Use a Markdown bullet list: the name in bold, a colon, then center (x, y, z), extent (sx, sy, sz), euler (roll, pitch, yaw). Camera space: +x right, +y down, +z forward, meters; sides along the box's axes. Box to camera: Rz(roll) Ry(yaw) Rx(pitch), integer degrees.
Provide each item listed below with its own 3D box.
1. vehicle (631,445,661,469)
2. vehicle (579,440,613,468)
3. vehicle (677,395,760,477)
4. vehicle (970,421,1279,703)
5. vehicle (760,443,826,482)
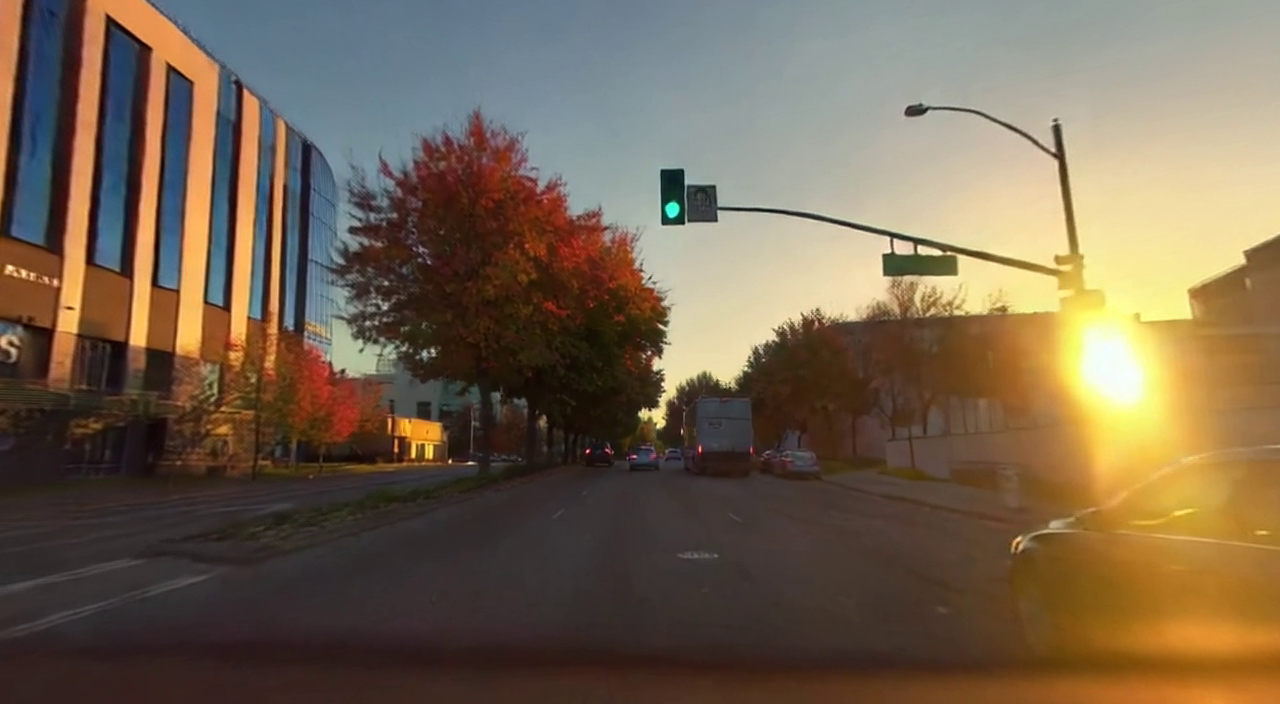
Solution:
- **vehicle**: center (0.395, 6.856, 41.358), extent (1.846, 1.528, 4.348), euler (0, -8, 0)
- **vehicle**: center (-3.105, 7.278, 45.232), extent (2.035, 1.867, 4.607), euler (0, -8, 1)
- **vehicle**: center (3.857, 4.576, 33.888), extent (3.003, 3.680, 10.684), euler (0, -8, 0)
- **vehicle**: center (3.799, 1.047, 2.841), extent (1.915, 1.449, 4.970), euler (0, -8, 0)
- **vehicle**: center (6.963, 5.179, 29.155), extent (1.889, 1.417, 4.759), euler (-2, -13, 1)
